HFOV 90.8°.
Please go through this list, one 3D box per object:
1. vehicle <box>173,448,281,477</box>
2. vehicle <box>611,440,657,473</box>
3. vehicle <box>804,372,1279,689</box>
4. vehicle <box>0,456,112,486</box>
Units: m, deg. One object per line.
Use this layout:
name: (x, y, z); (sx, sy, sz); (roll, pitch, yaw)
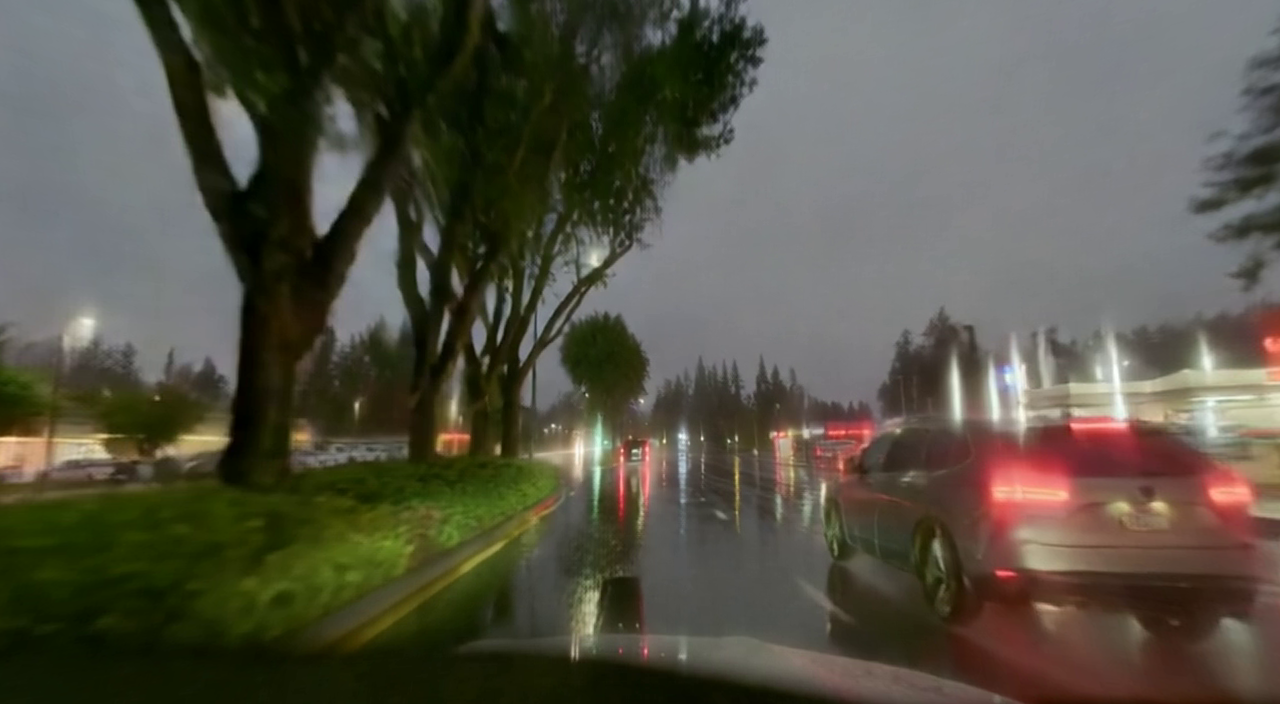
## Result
vehicle: (-22.955, 6.119, 35.197); (4.625, 1.516, 2.007); (0, -8, 2)
vehicle: (-0.299, 5.131, 31.279); (2.126, 1.475, 3.967); (0, -8, -1)
vehicle: (3.192, 1.279, 5.697); (2.110, 1.698, 4.397); (0, -8, -2)
vehicle: (-31.932, 6.404, 34.127); (4.741, 1.442, 1.957); (3, -9, -23)
